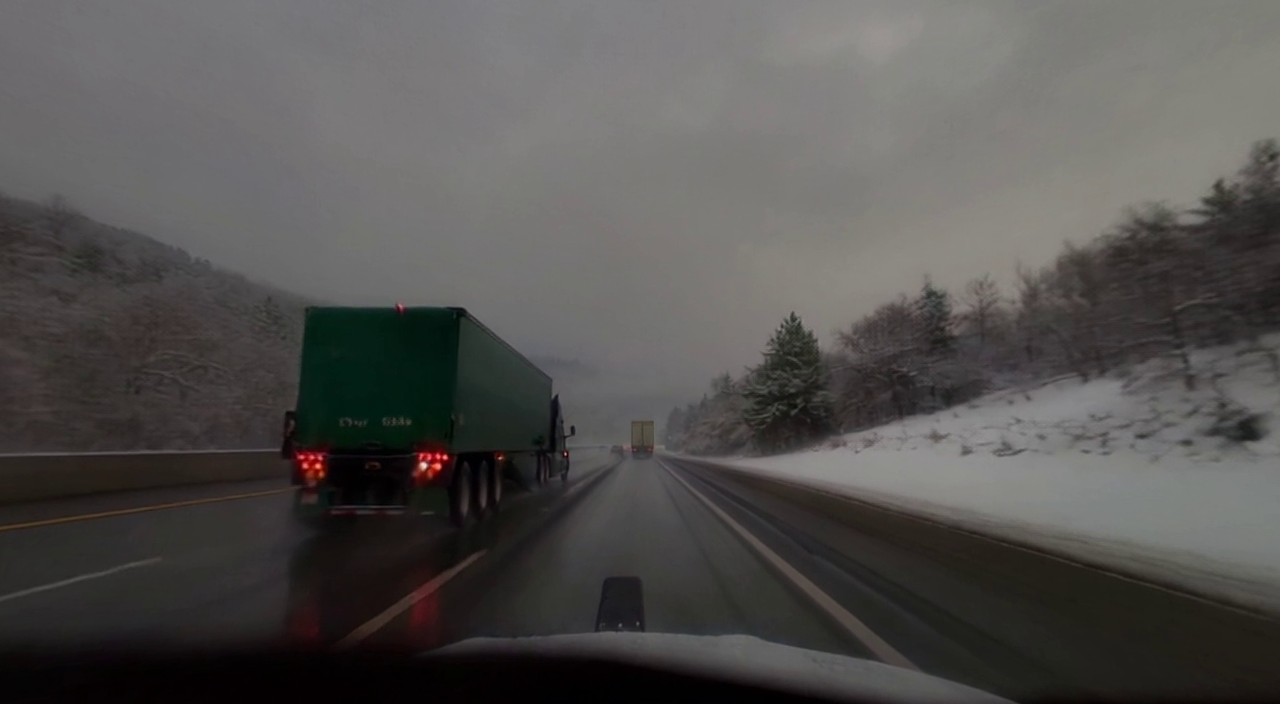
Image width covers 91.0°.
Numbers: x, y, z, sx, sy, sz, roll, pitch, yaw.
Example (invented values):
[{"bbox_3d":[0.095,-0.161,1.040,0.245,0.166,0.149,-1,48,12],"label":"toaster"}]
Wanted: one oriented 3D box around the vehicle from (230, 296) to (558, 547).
[{"bbox_3d":[-3.879,1.686,13.695,2.789,3.271,10.894,1,-9,0],"label":"vehicle"}]
